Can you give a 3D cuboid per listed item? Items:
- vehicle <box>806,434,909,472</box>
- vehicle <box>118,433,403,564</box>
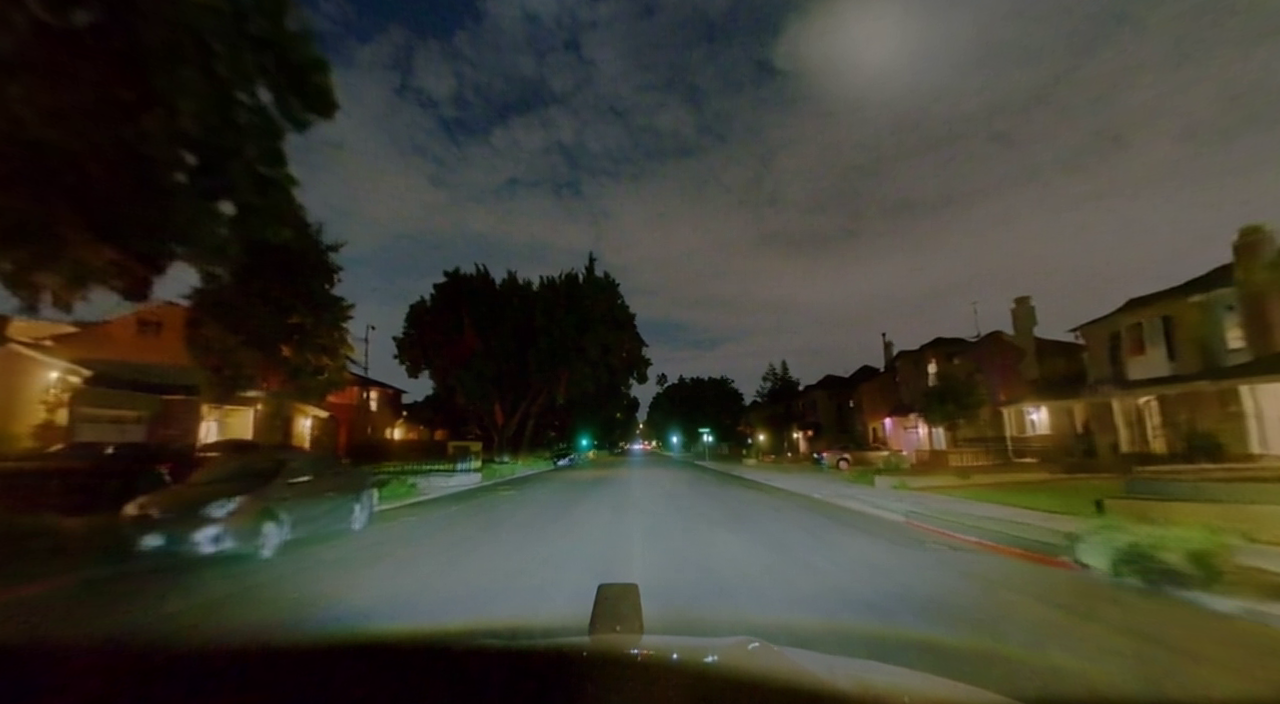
[{"bbox_3d":[11.311,5.267,33.071,4.626,1.880,1.980,1,-9,-9],"label":"vehicle"},{"bbox_3d":[-5.636,2.188,10.192,1.944,1.621,4.187,-1,-9,0],"label":"vehicle"}]
